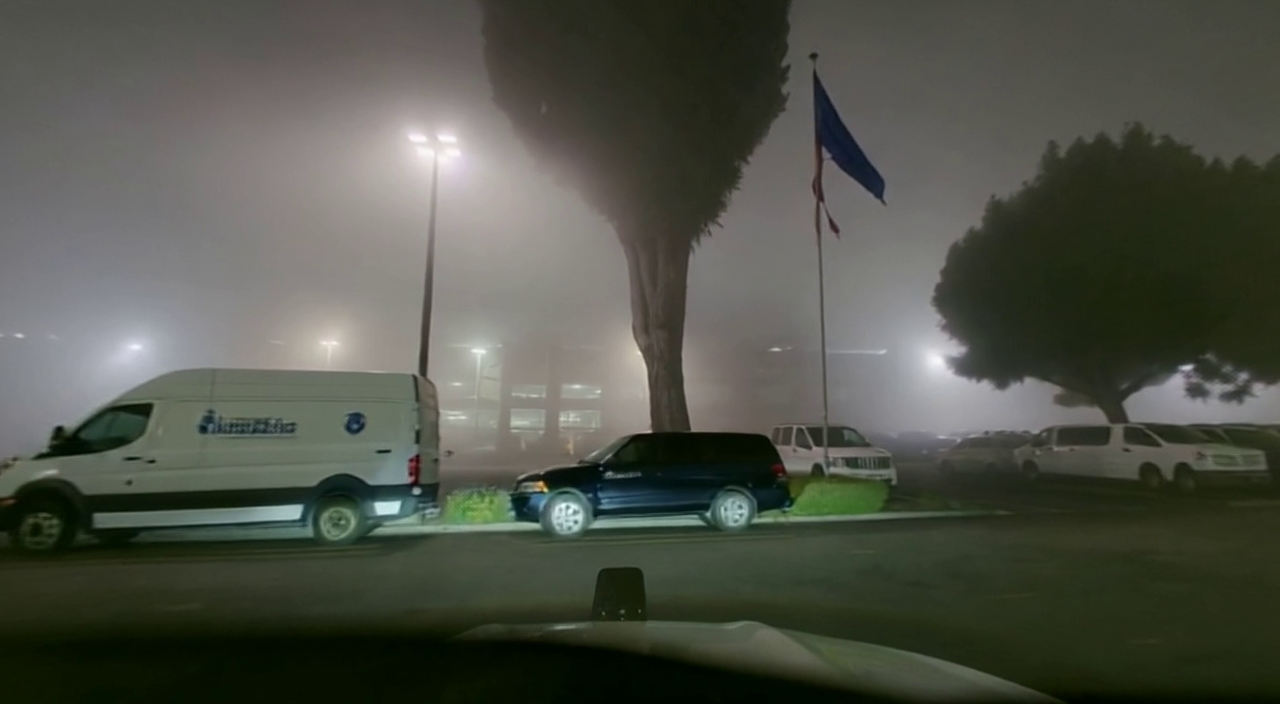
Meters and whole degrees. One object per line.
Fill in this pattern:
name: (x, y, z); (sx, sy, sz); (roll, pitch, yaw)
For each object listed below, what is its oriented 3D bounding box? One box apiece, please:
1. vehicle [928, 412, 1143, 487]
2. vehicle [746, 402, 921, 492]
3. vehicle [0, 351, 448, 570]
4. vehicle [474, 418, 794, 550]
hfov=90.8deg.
vehicle: (13.229, 3.328, 21.973); (2.228, 2.126, 6.632); (0, -8, -11)
vehicle: (5.621, 2.934, 19.637); (2.491, 2.324, 5.986); (2, -9, -12)
vehicle: (-6.145, 1.586, 9.652); (5.899, 2.757, 2.257); (2, -9, -13)
vehicle: (-0.170, 2.137, 10.750); (4.992, 1.894, 2.043); (2, -8, -13)
